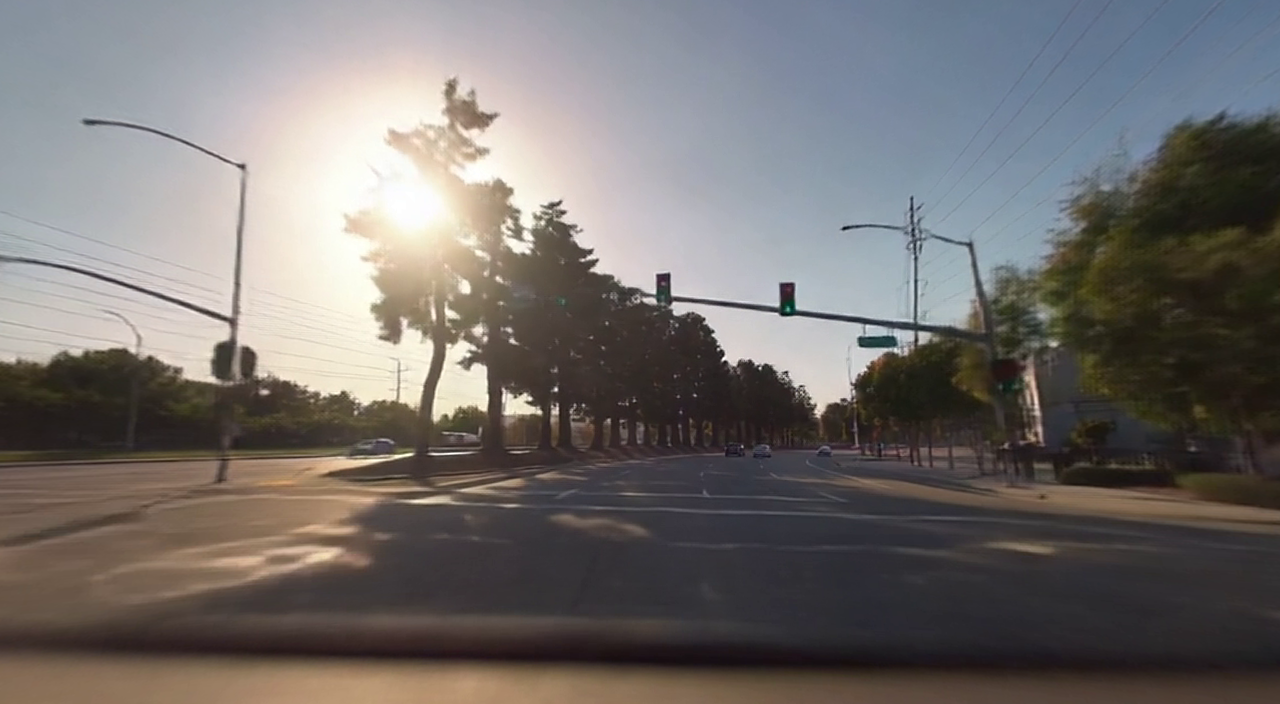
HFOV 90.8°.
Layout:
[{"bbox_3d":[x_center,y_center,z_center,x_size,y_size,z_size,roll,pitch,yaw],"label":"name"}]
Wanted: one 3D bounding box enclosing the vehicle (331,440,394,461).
[{"bbox_3d":[-20.484,7.278,46.841,1.871,1.474,4.554,-2,-9,13],"label":"vehicle"}]
